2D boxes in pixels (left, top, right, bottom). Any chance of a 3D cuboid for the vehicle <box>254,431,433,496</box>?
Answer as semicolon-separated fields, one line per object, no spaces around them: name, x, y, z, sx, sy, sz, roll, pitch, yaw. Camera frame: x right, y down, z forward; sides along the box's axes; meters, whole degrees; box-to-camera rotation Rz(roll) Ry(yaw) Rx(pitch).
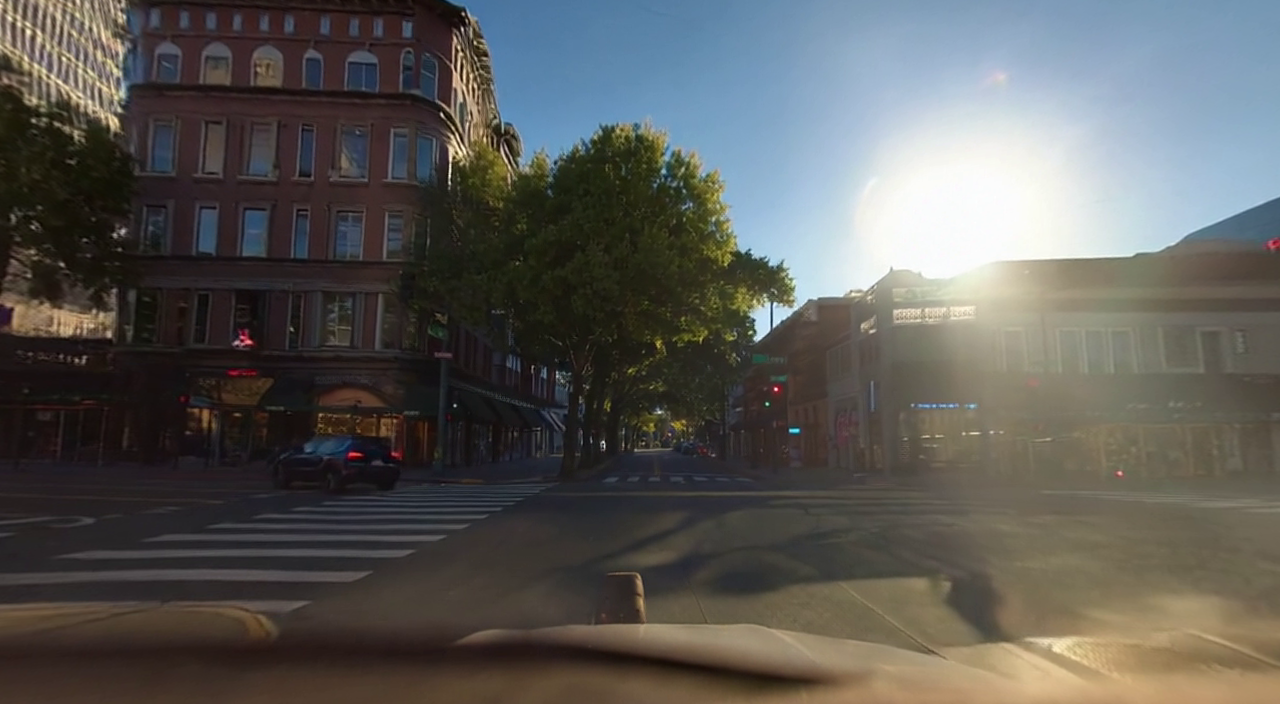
vehicle;-7.821;2.865;16.577;4.459;1.482;2.106;-6;-10;32
